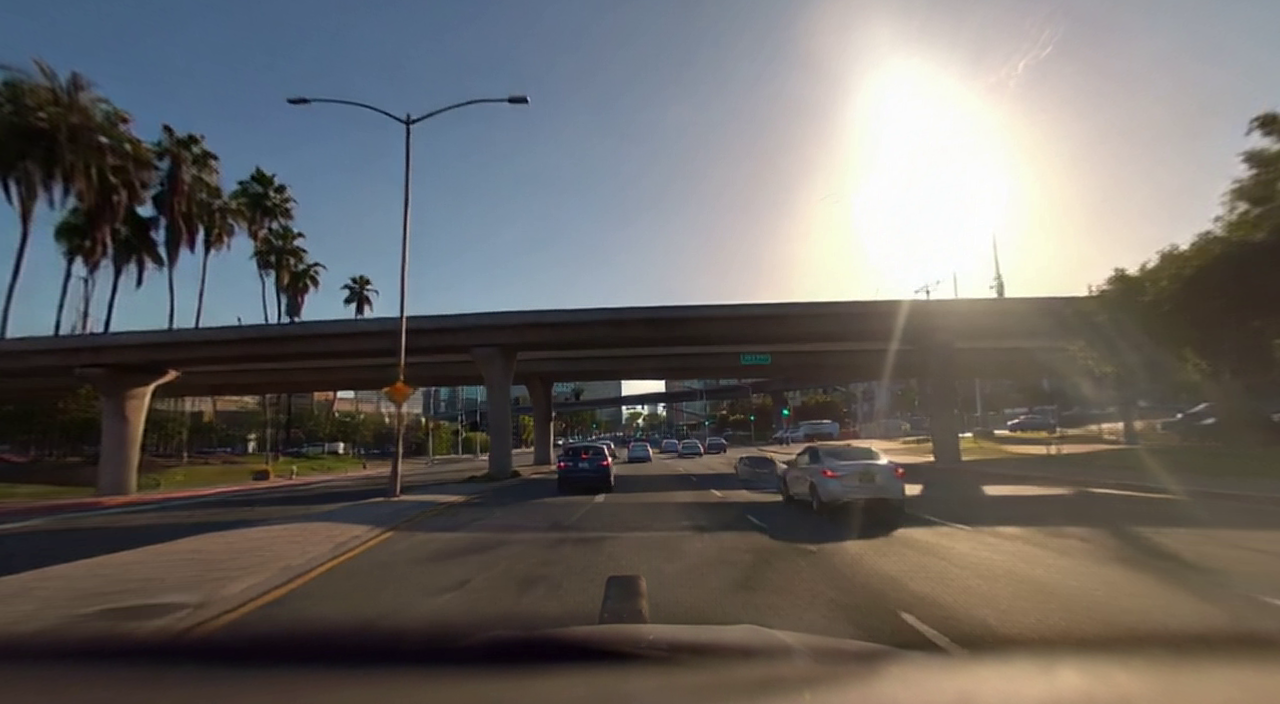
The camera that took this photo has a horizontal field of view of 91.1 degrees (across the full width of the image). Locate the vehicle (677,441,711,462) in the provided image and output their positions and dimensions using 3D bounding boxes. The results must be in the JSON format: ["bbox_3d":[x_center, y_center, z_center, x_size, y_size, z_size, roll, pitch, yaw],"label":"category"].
[{"bbox_3d":[4.083,7.612,48.257,2.119,1.509,4.495,0,-8,-1],"label":"vehicle"}]

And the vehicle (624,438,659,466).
[{"bbox_3d":[0.096,6.457,40.505,2.172,1.694,4.055,0,-8,0],"label":"vehicle"}]

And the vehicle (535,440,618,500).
[{"bbox_3d":[-1.748,3.320,18.160,2.111,1.506,4.018,1,-8,-4],"label":"vehicle"}]

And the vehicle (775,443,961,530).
[{"bbox_3d":[4.211,2.526,12.462,2.156,1.404,4.120,0,-8,0],"label":"vehicle"}]
